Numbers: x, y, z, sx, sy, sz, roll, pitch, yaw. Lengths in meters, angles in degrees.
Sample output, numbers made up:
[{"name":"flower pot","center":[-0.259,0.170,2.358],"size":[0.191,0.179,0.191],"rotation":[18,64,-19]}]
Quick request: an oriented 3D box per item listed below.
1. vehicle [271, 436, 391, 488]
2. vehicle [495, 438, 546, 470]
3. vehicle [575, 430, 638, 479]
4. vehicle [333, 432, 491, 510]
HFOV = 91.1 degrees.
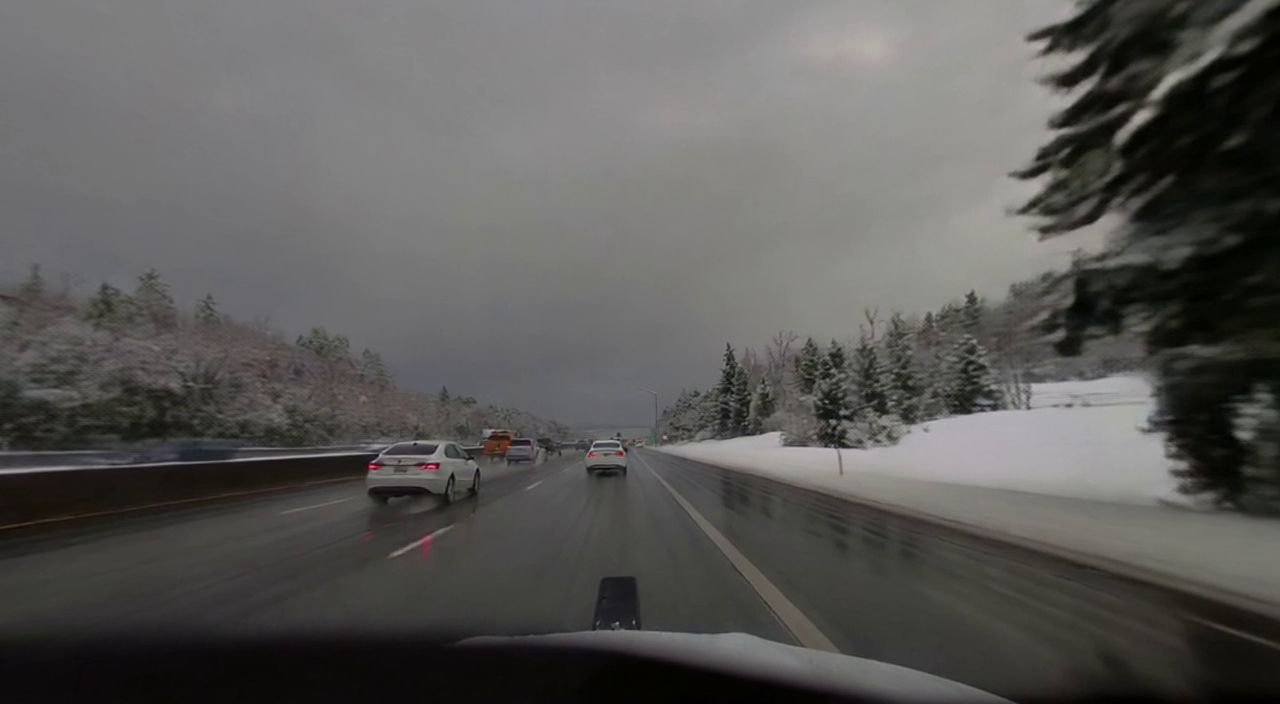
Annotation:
[{"name":"vehicle","center":[-9.610,3.406,19.913],"size":[1.850,1.439,3.932],"rotation":[0,-8,-1]},{"name":"vehicle","center":[-5.748,4.908,30.633],"size":[1.835,1.432,3.835],"rotation":[0,-8,-1]},{"name":"vehicle","center":[-1.229,3.798,23.721],"size":[2.178,1.658,3.916],"rotation":[0,-8,-2]},{"name":"vehicle","center":[-4.879,2.565,14.239],"size":[1.971,1.464,4.386],"rotation":[0,-8,0]}]
